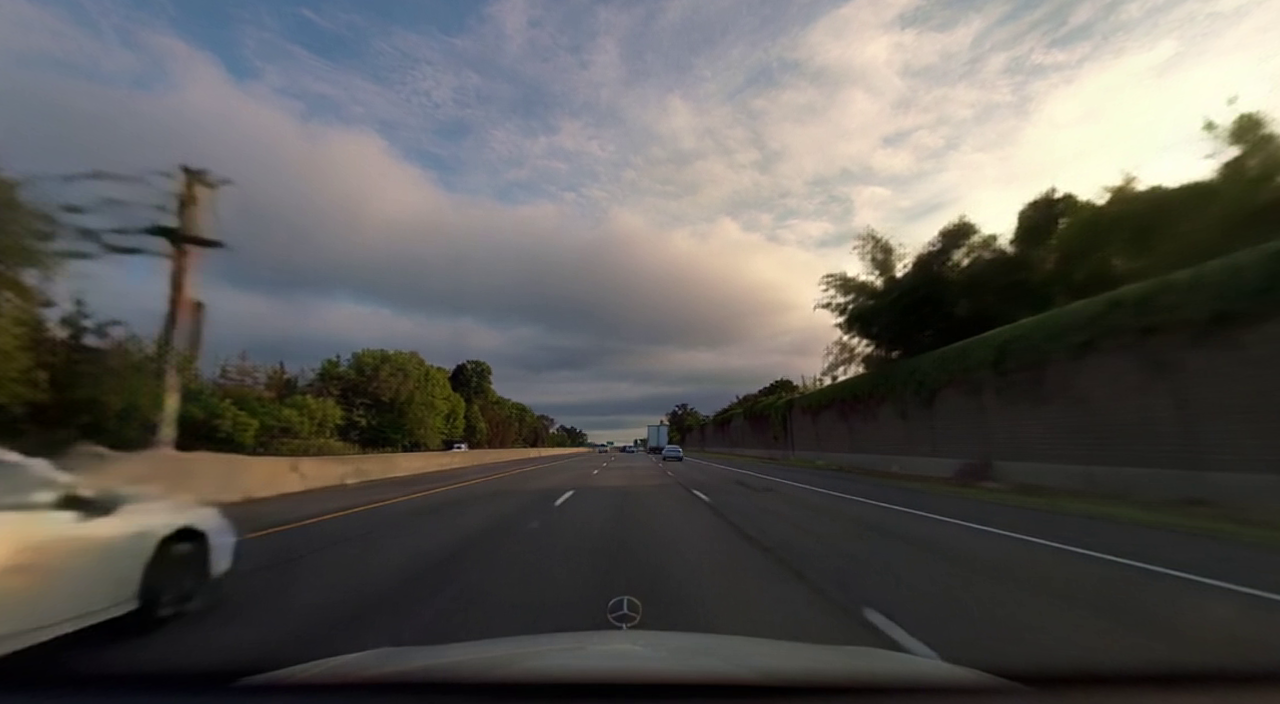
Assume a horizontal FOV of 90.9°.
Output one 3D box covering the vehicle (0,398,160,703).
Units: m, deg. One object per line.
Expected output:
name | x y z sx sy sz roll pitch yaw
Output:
vehicle | -3.963 0.728 1.099 2.129 1.559 5.272 0 -9 0
